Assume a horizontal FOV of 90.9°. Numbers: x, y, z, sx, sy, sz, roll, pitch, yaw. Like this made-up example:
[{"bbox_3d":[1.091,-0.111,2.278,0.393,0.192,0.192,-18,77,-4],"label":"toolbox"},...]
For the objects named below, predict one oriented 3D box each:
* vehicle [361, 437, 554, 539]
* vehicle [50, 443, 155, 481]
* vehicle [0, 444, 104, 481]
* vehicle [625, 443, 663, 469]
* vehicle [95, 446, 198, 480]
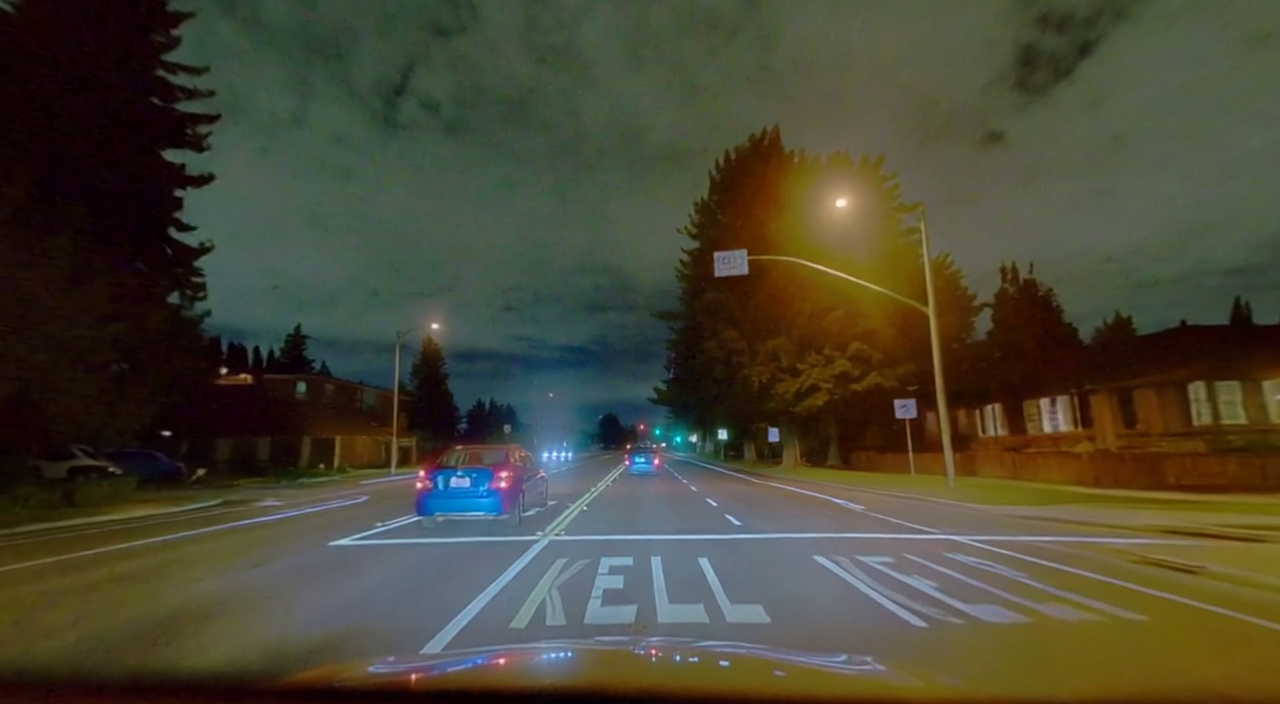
[{"bbox_3d":[-3.043,2.390,11.864,2.158,1.469,4.909,0,-8,0],"label":"vehicle"},{"bbox_3d":[-26.367,5.366,31.082,1.919,1.701,3.695,0,-8,-2],"label":"vehicle"},{"bbox_3d":[-29.287,5.462,31.356,1.838,1.685,3.766,0,-8,0],"label":"vehicle"},{"bbox_3d":[0.240,6.436,39.318,2.226,1.505,4.128,0,-8,0],"label":"vehicle"},{"bbox_3d":[-23.821,5.359,30.626,1.894,1.508,3.783,0,-8,0],"label":"vehicle"}]
